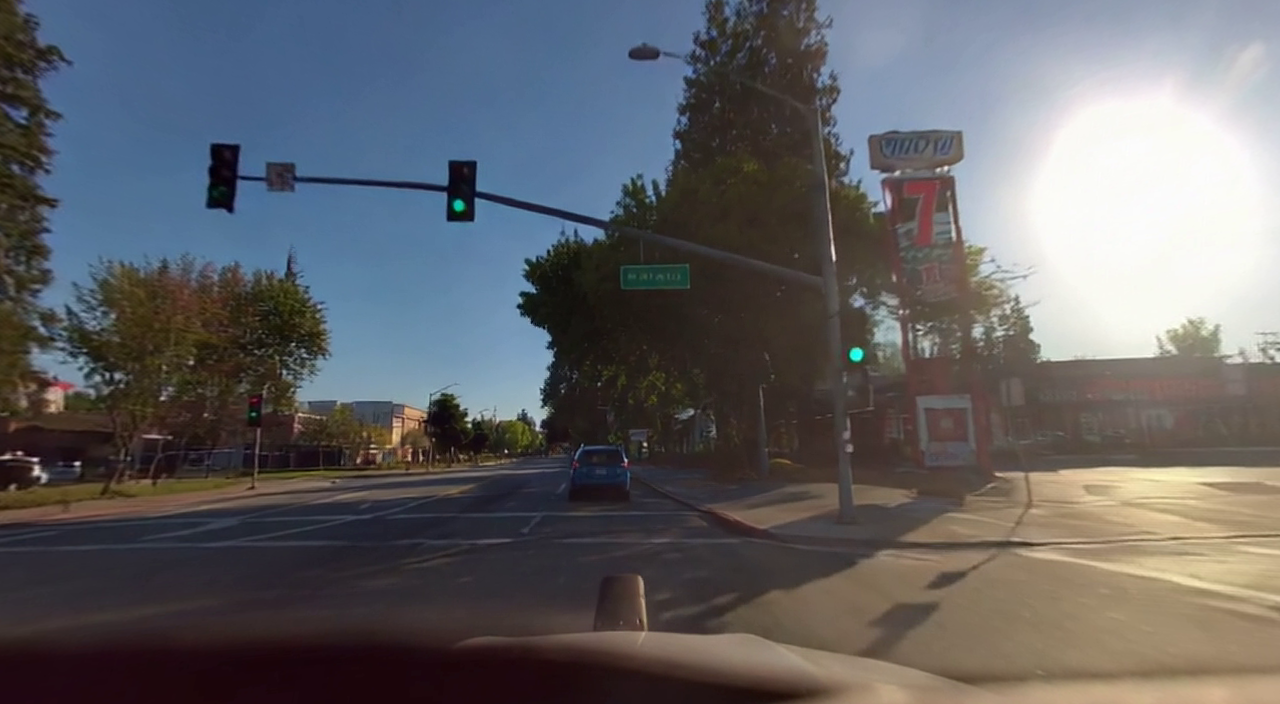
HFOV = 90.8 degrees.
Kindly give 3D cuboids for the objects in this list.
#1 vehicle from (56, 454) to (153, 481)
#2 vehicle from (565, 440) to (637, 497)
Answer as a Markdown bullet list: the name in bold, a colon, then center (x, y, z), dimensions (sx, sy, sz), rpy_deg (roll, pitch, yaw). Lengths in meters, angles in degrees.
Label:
- **vehicle**: center (-35.284, 7.604, 41.727), dimensions (4.369, 1.669, 2.018), rpy_deg (1, -9, -5)
- **vehicle**: center (-1.305, 3.943, 21.602), dimensions (2.227, 1.733, 3.930), rpy_deg (1, -9, -3)
